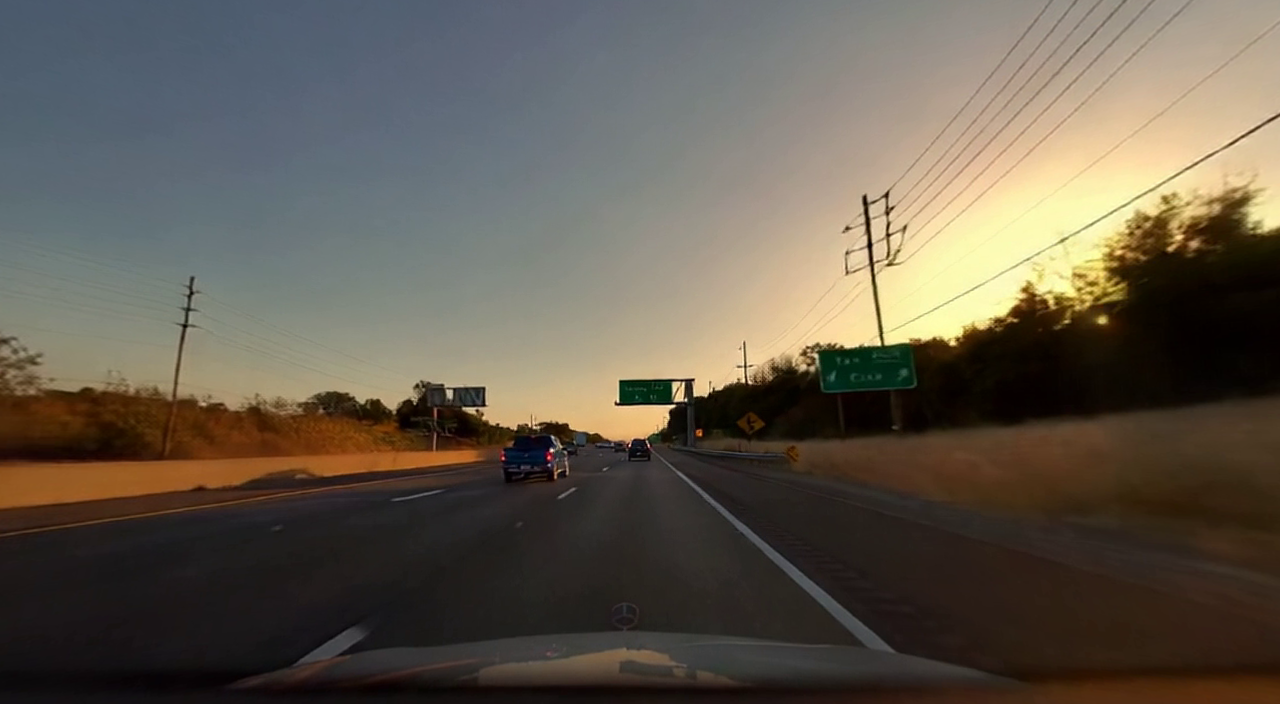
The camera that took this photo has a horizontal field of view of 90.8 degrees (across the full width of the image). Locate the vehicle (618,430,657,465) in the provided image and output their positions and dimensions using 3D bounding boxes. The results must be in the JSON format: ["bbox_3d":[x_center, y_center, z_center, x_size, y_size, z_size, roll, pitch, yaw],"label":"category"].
[{"bbox_3d":[-0.175,6.256,41.368,2.358,2.144,4.713,0,-8,-1],"label":"vehicle"}]

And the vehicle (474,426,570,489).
[{"bbox_3d":[-3.750,3.481,21.178,2.204,1.812,5.289,0,-8,0],"label":"vehicle"}]
